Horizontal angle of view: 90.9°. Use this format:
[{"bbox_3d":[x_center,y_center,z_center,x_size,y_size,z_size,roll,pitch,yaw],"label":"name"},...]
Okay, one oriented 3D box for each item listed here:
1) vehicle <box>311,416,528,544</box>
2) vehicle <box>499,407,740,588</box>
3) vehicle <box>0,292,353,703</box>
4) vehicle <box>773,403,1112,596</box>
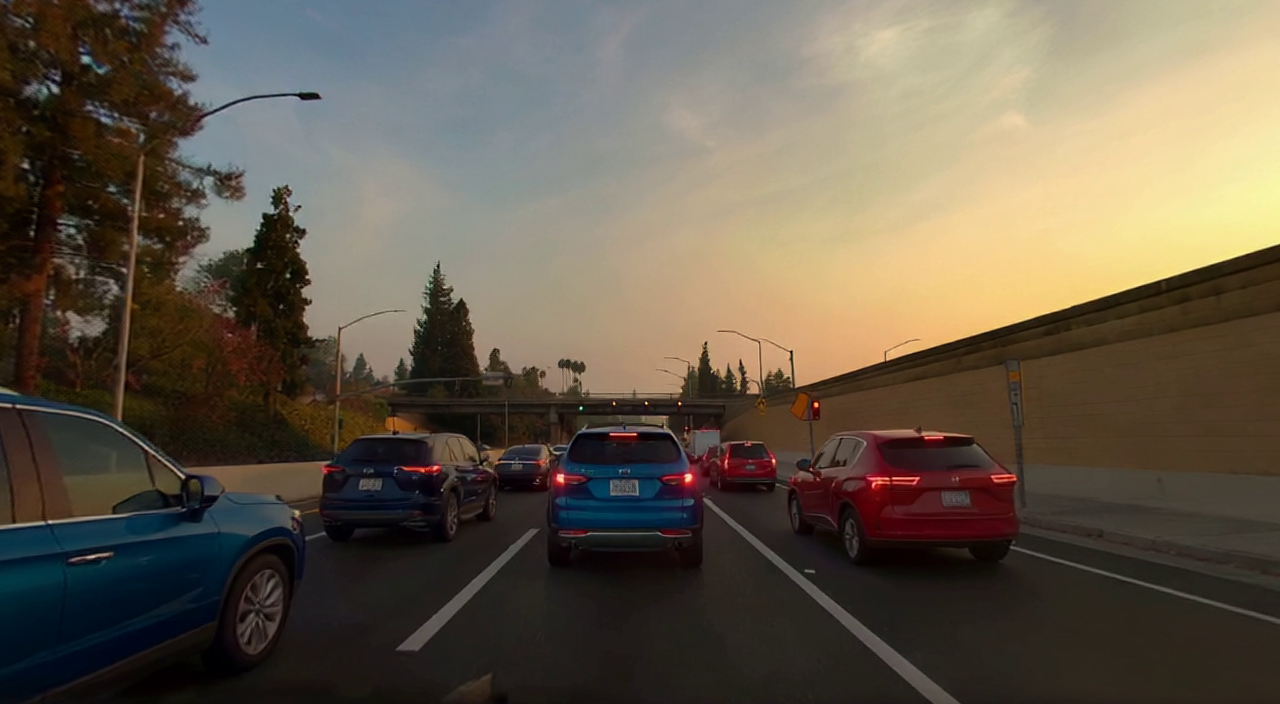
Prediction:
[{"bbox_3d":[-3.496,2.126,11.166,2.067,1.759,4.631,0,-8,1],"label":"vehicle"},{"bbox_3d":[-0.157,1.655,7.933,2.245,1.677,3.913,0,-8,1],"label":"vehicle"},{"bbox_3d":[-3.519,0.830,3.100,2.070,1.913,4.450,0,-8,0],"label":"vehicle"},{"bbox_3d":[3.142,1.621,7.799,2.029,1.702,4.281,0,-8,0],"label":"vehicle"}]
